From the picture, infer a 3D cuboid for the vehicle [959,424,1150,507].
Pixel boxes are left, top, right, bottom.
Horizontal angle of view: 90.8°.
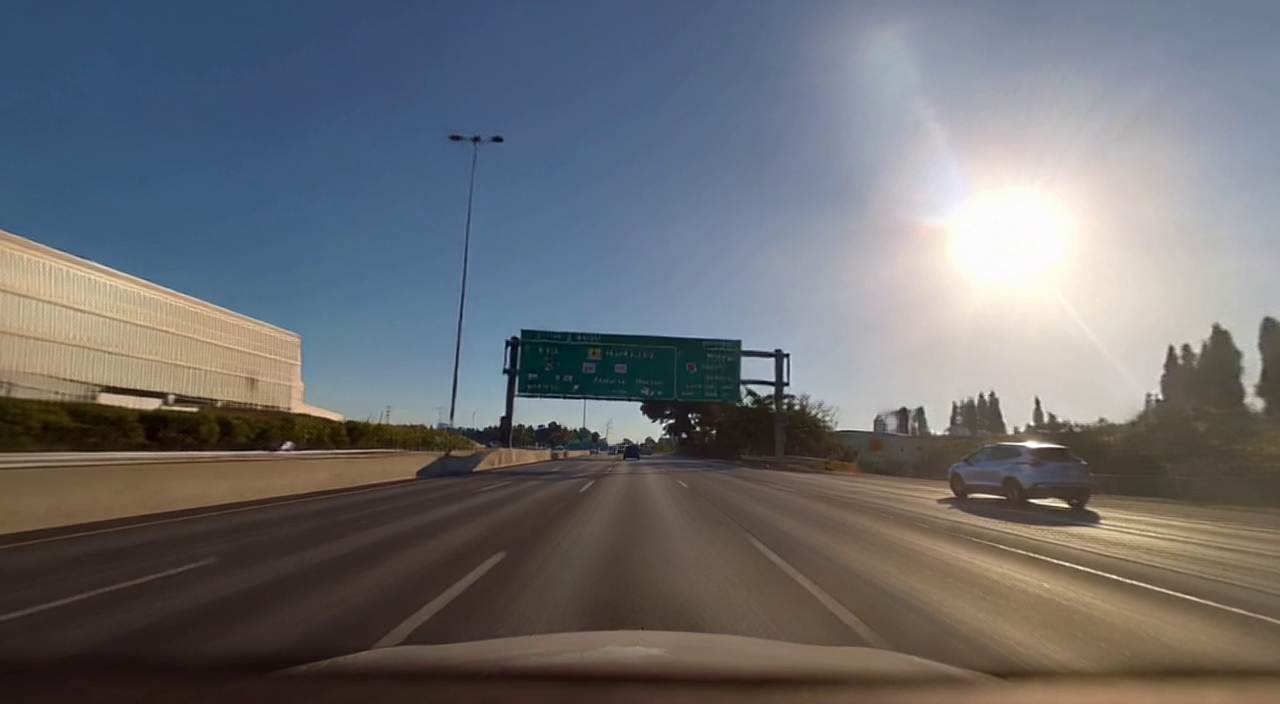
[{"bbox_3d":[13.147,3.649,20.646,2.411,2.326,5.300,0,-9,-2],"label":"vehicle"}]
